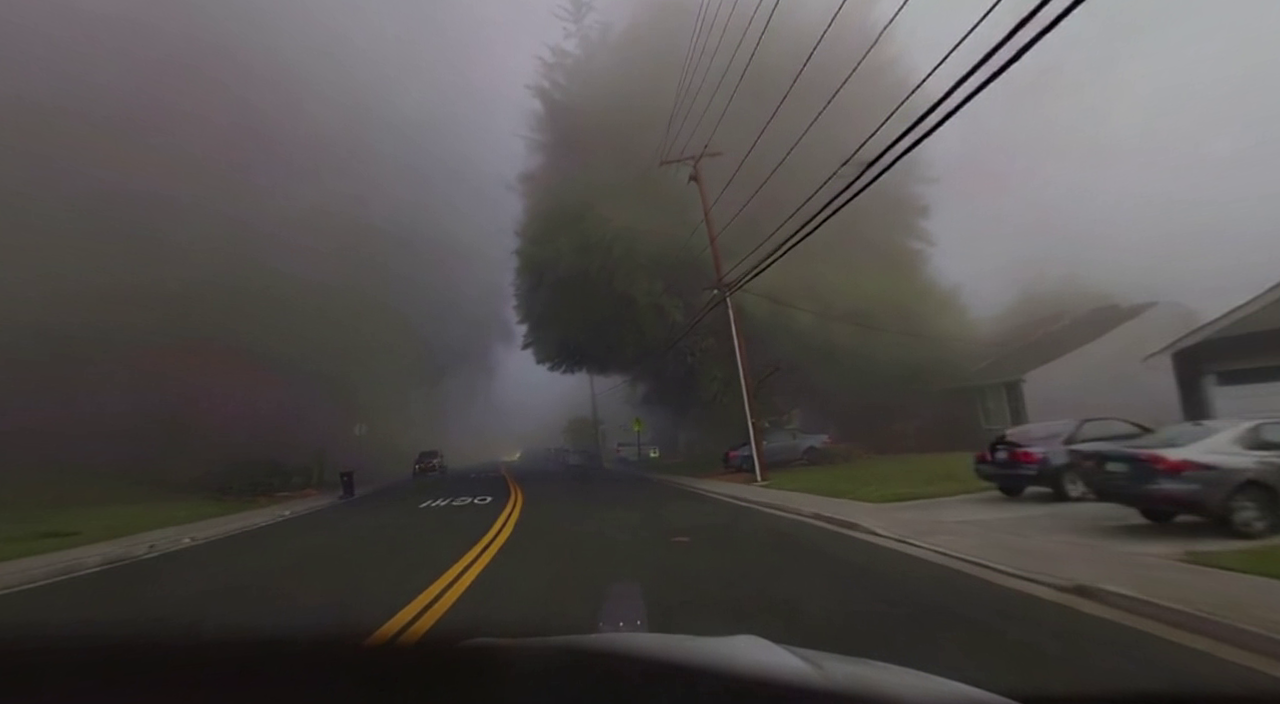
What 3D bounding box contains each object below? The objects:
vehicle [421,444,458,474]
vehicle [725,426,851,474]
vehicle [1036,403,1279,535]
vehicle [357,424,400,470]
[{"bbox_3d":[-14.059,7.578,44.516,2.046,1.777,4.473,-1,-11,-12],"label":"vehicle"},{"bbox_3d":[5.767,3.840,24.919,4.337,1.768,1.962,1,-8,-10],"label":"vehicle"},{"bbox_3d":[8.178,1.528,8.531,4.382,1.531,1.925,0,-8,-3],"label":"vehicle"},{"bbox_3d":[-20.310,7.454,49.404,2.781,3.221,7.995,2,-9,-21],"label":"vehicle"}]
